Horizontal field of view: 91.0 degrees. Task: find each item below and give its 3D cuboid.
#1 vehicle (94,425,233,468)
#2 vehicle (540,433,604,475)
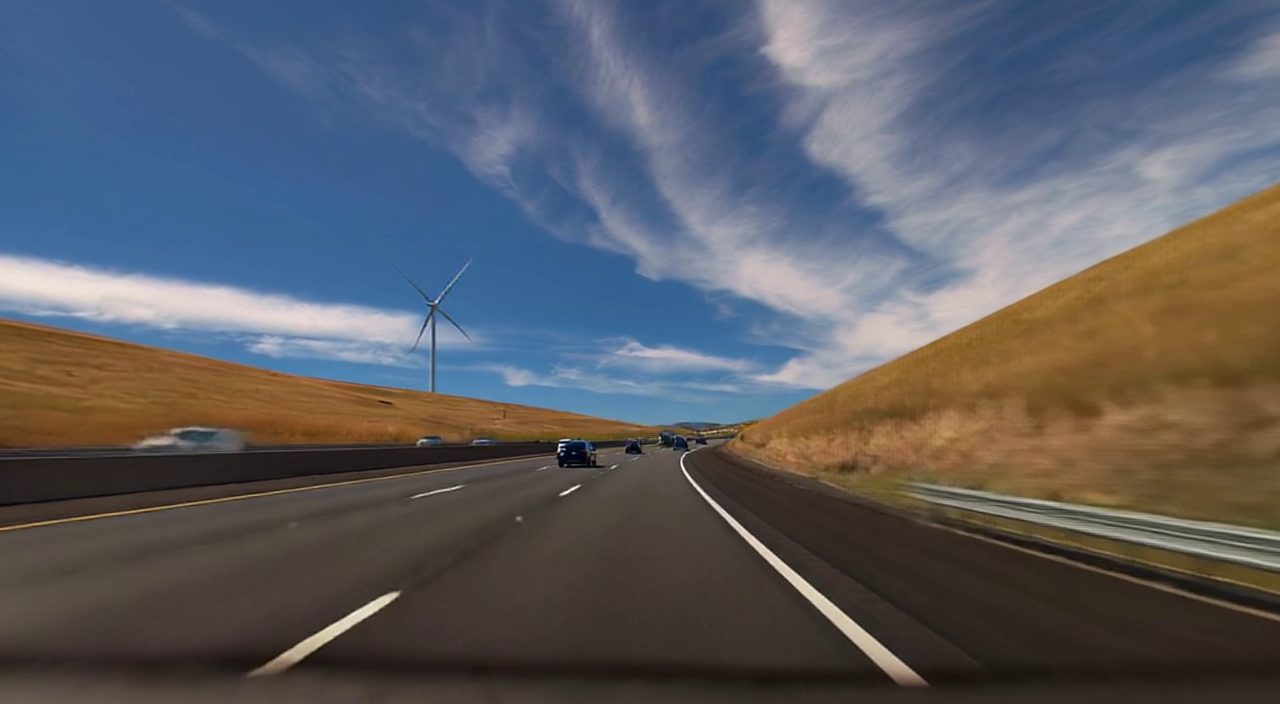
[{"bbox_3d":[-21.015,4.227,28.154,2.076,1.708,5.159,0,-9,1],"label":"vehicle"},{"bbox_3d":[-2.877,4.464,27.799,2.118,1.702,4.355,0,-9,3],"label":"vehicle"}]
